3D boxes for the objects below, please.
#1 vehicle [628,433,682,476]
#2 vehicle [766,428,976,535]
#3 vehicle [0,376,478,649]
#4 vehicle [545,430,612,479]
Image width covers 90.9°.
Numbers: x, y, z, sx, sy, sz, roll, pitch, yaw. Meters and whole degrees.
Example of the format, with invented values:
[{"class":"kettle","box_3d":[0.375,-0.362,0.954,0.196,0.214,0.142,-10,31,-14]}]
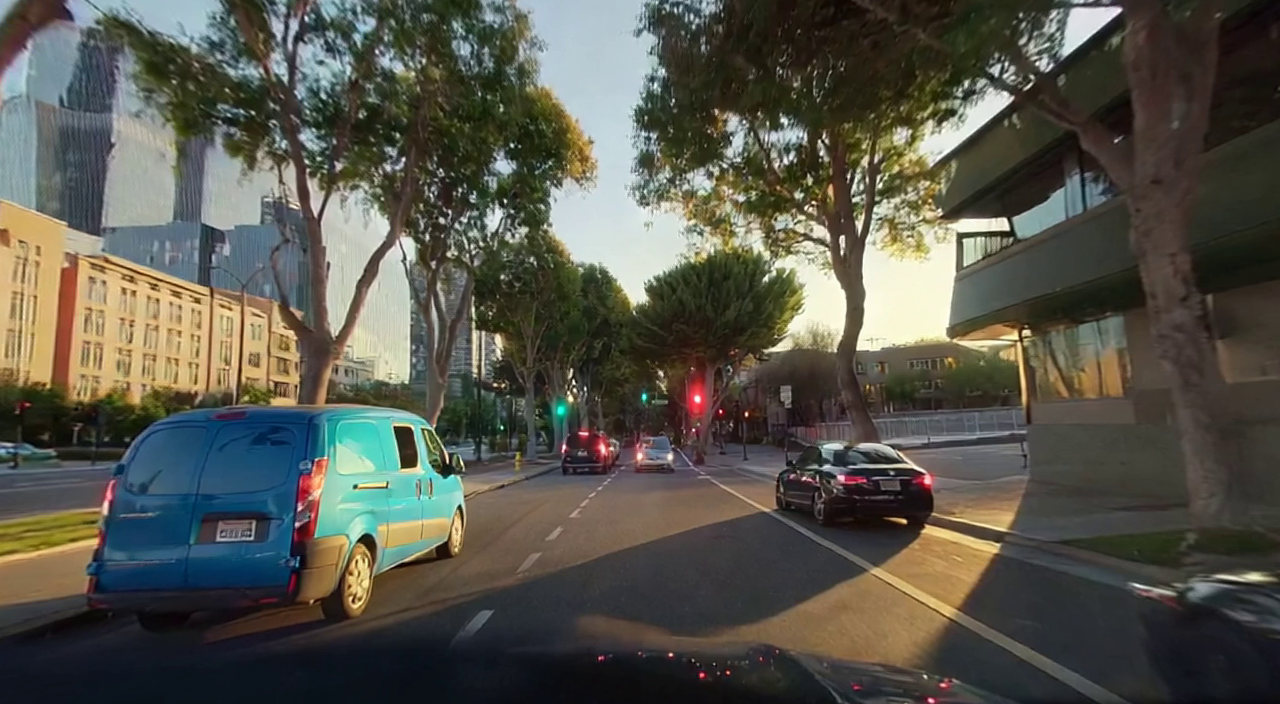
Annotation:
[{"class":"vehicle","box_3d":[0.650,4.484,27.783,2.205,1.727,3.917,0,-8,1]},{"class":"vehicle","box_3d":[3.662,2.136,11.036,2.067,1.479,4.409,0,-8,1]},{"class":"vehicle","box_3d":[-3.055,1.295,5.983,1.940,1.722,3.823,0,-8,1]},{"class":"vehicle","box_3d":[-2.376,4.135,25.604,2.124,1.799,4.587,0,-8,2]}]
